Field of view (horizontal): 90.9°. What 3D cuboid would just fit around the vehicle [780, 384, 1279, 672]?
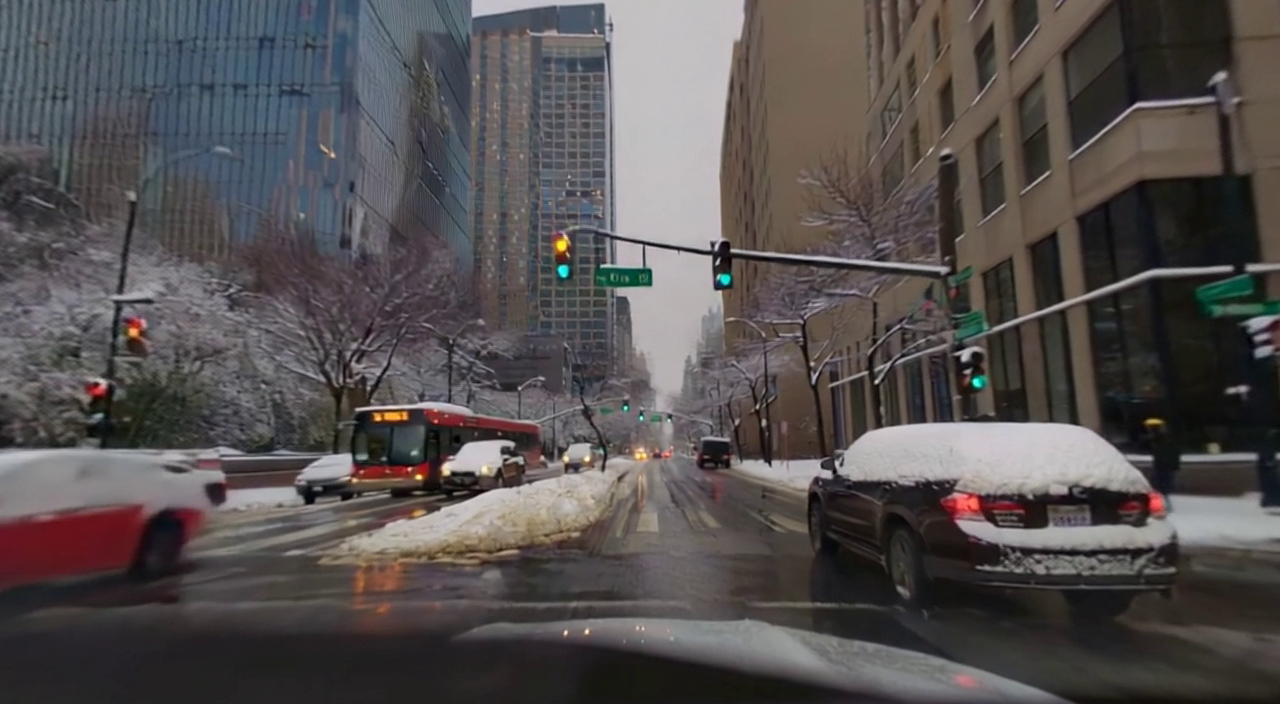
[{"bbox_3d":[3.239,1.548,6.865,2.118,1.848,5.426,0,-9,-1],"label":"vehicle"}]

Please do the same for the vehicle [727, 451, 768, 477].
[{"bbox_3d":[7.071,7.439,42.000,1.962,1.617,4.325,0,-9,0],"label":"vehicle"}]

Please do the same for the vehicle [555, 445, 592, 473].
[{"bbox_3d":[-4.677,7.613,45.014,2.030,1.881,4.994,0,-9,1],"label":"vehicle"}]

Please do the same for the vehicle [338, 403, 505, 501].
[{"bbox_3d":[-8.734,4.260,27.198,3.318,3.359,10.406,0,-9,1],"label":"vehicle"}]

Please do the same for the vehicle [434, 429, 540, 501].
[{"bbox_3d":[-5.152,3.904,22.161,2.304,2.208,5.200,0,-9,1],"label":"vehicle"}]

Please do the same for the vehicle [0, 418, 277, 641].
[{"bbox_3d":[-5.660,1.489,5.883,1.997,1.610,4.144,0,-9,1],"label":"vehicle"}]
